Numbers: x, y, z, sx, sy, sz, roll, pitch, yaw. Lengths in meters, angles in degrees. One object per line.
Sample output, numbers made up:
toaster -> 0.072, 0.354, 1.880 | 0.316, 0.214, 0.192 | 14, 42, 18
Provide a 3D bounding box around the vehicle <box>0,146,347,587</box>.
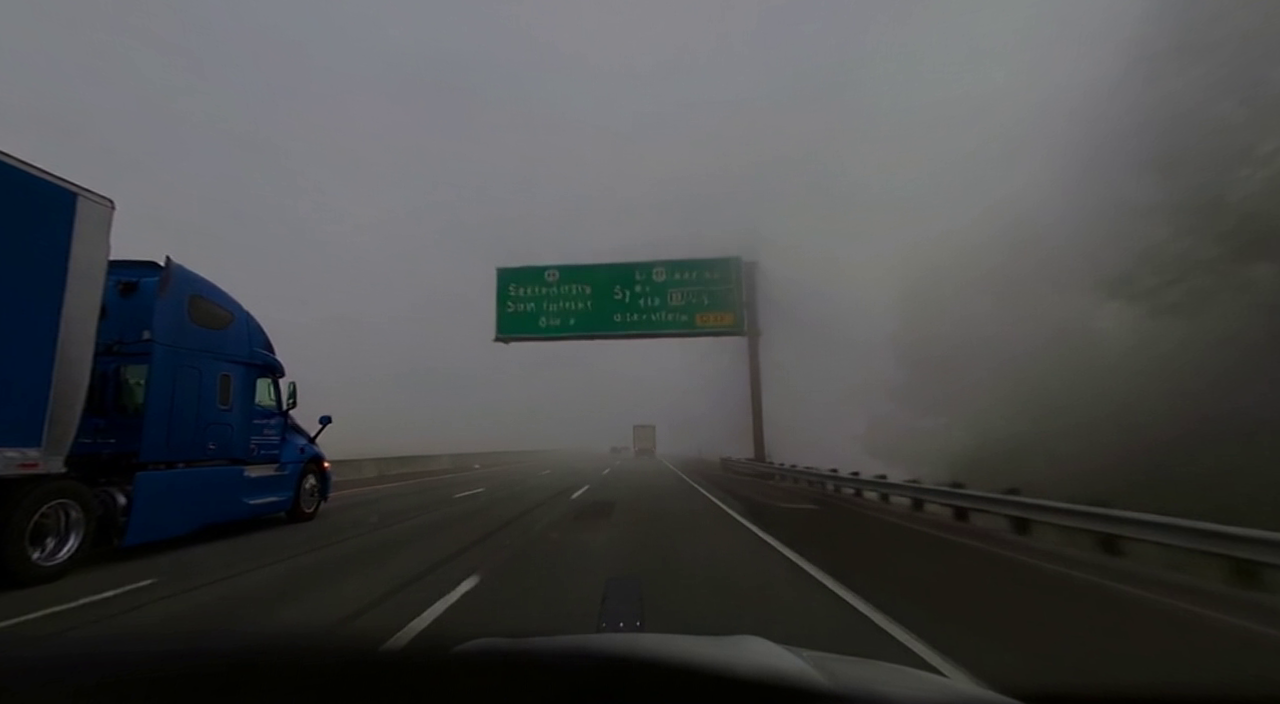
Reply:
vehicle -> -7.253, 0.420, 7.613 | 2.996, 3.947, 8.600 | 0, -9, 1
